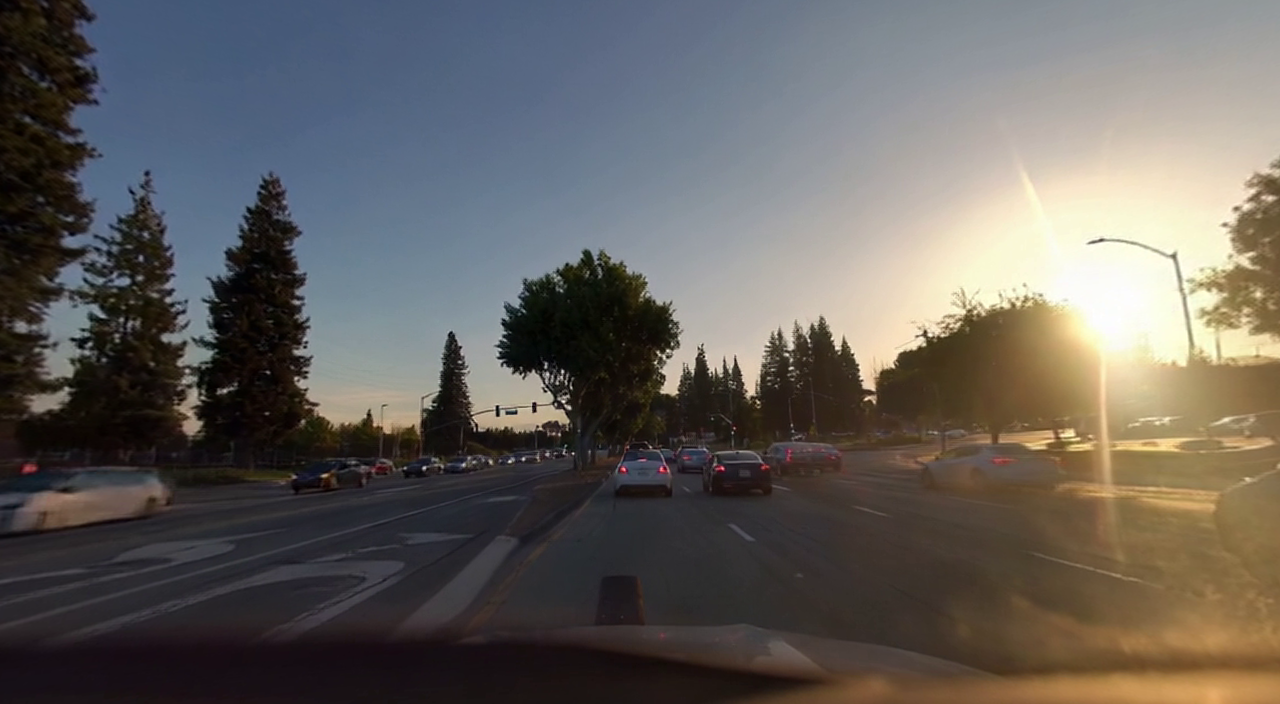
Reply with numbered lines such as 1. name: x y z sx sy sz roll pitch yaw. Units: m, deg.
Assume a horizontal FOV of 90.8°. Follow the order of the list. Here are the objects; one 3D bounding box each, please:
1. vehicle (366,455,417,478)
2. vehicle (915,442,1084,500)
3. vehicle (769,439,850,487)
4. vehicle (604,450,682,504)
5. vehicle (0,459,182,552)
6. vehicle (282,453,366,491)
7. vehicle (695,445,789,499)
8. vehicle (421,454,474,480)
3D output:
1. vehicle: -19.204 8.854 49.032 1.992 1.607 4.965 0 -9 0
2. vehicle: 10.370 3.444 18.824 1.890 1.488 5.113 0 -9 -2
3. vehicle: 6.408 4.232 24.402 1.931 1.685 4.054 0 -9 -1
4. vehicle: 0.029 3.504 18.202 1.990 1.347 4.067 0 -9 -2
5. vehicle: -11.993 2.974 12.825 2.002 1.500 4.536 0 -9 -1
6. vehicle: -15.841 6.006 31.978 1.908 1.703 4.547 0 -9 0
7. vehicle: 3.027 3.675 19.897 1.970 1.445 4.974 0 -9 -2
8. vehicle: -12.162 7.249 40.182 1.896 1.484 4.473 0 -9 1
